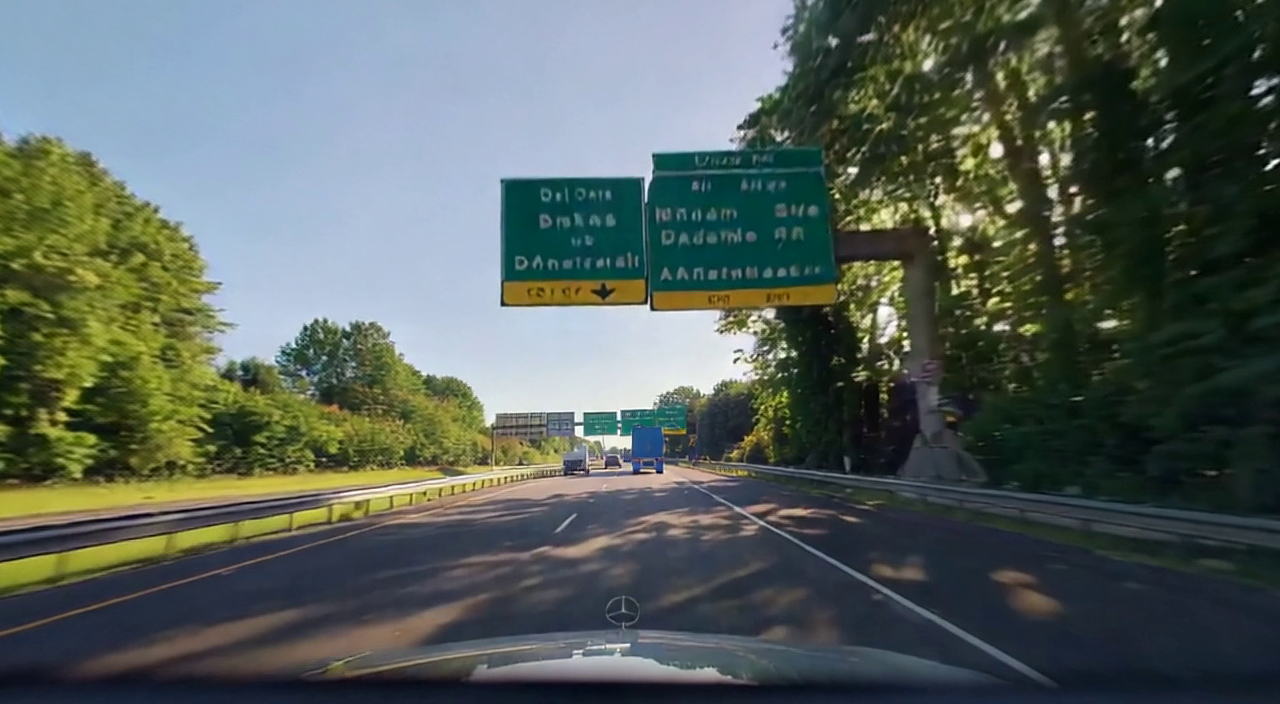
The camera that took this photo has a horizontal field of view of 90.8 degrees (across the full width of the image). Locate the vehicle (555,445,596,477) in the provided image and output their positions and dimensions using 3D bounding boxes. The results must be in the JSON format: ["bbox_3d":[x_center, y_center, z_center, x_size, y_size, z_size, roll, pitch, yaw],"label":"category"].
[{"bbox_3d":[-4.207,7.184,41.823,2.168,1.980,4.622,0,-9,0],"label":"vehicle"}]
